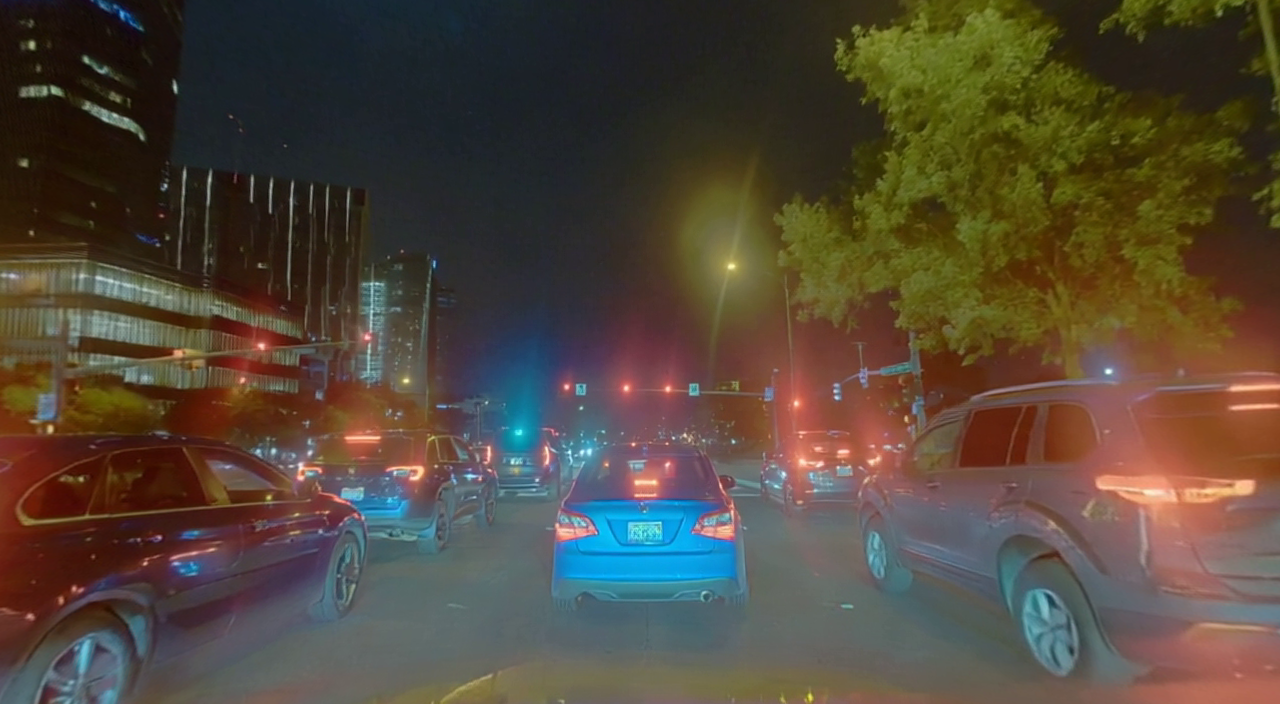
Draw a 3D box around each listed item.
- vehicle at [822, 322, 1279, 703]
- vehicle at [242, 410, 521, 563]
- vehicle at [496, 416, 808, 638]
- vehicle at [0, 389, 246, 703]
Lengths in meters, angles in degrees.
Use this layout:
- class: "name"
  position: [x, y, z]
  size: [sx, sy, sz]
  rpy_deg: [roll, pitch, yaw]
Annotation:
- class: "vehicle"
  position: [3.056, 1.083, 4.542]
  size: [2.108, 1.785, 4.334]
  rpy_deg: [0, -9, -1]
- class: "vehicle"
  position: [-3.374, 1.872, 9.500]
  size: [2.168, 1.719, 4.561]
  rpy_deg: [-1, -8, 1]
- class: "vehicle"
  position: [0.080, 1.506, 6.397]
  size: [2.147, 1.507, 3.953]
  rpy_deg: [0, -8, 0]
- class: "vehicle"
  position: [-3.393, 0.749, 1.238]
  size: [2.144, 1.505, 4.635]
  rpy_deg: [-1, -9, 2]
